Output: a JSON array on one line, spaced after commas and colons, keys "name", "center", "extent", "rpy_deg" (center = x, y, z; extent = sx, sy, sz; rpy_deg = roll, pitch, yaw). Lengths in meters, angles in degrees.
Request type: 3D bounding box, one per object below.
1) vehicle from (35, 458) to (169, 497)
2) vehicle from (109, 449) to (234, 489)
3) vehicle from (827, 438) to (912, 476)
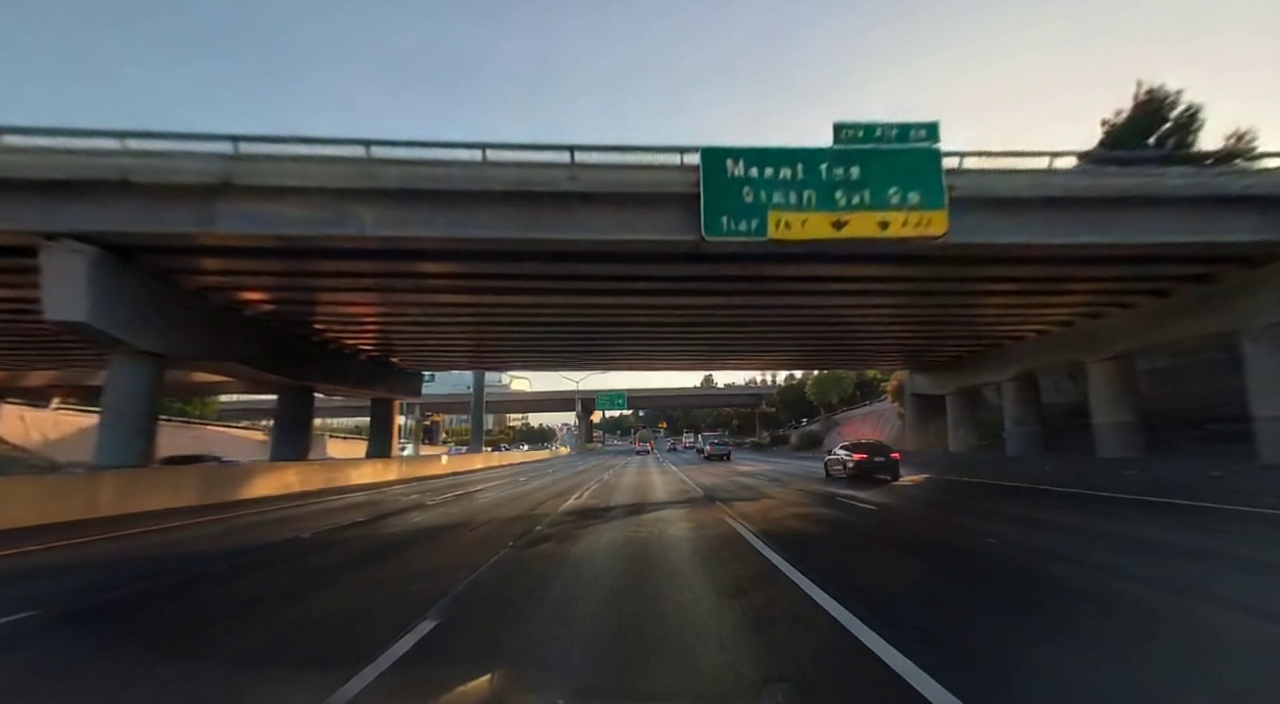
[{"name": "vehicle", "center": [-23.711, 5.502, 28.057], "extent": [1.946, 1.502, 4.540], "rpy_deg": [0, -9, 0]}, {"name": "vehicle", "center": [-20.360, 5.081, 27.726], "extent": [1.854, 1.569, 4.695], "rpy_deg": [0, -9, 0]}, {"name": "vehicle", "center": [10.056, 4.626, 28.104], "extent": [2.000, 1.514, 4.585], "rpy_deg": [0, -9, -1]}]
